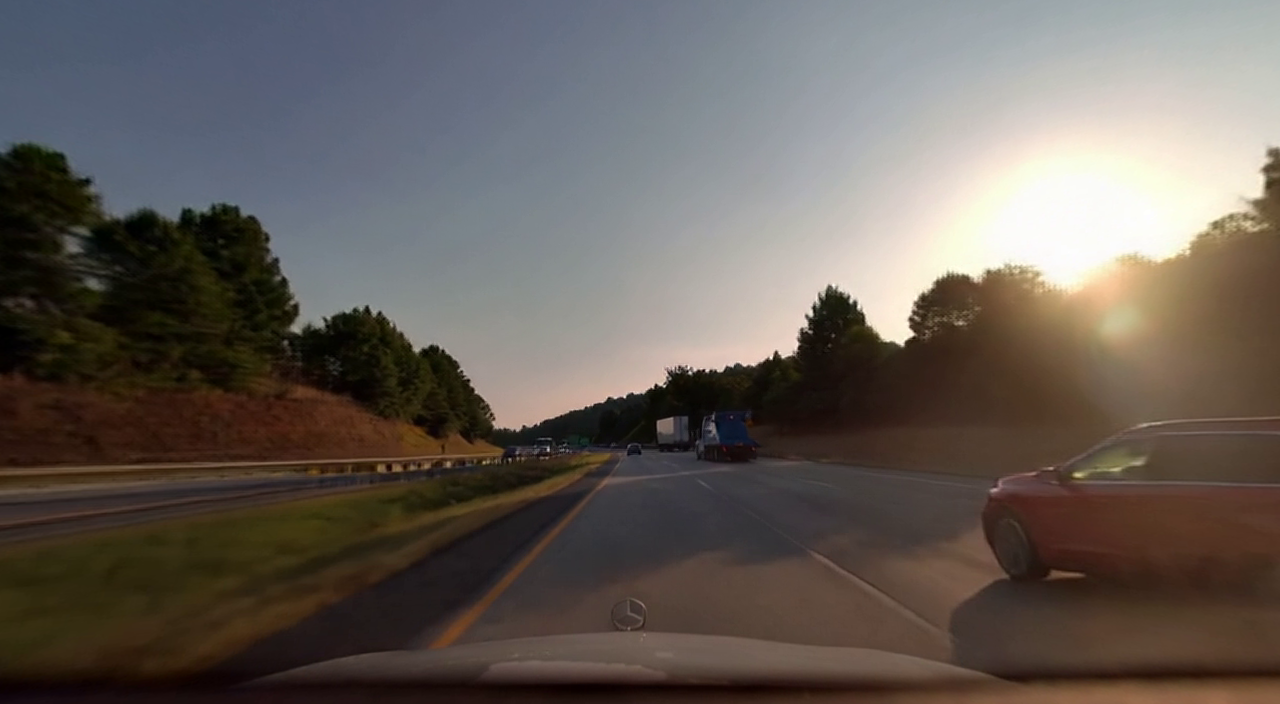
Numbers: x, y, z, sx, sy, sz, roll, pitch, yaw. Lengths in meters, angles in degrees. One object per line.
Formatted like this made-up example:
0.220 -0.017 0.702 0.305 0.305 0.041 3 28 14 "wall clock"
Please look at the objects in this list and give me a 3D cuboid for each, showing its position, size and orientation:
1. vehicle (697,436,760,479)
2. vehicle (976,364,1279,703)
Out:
3.691 4.496 27.082 2.022 1.658 4.132 0 -9 -1 "vehicle"
3.900 0.927 3.314 2.005 1.604 4.002 0 -9 0 "vehicle"
